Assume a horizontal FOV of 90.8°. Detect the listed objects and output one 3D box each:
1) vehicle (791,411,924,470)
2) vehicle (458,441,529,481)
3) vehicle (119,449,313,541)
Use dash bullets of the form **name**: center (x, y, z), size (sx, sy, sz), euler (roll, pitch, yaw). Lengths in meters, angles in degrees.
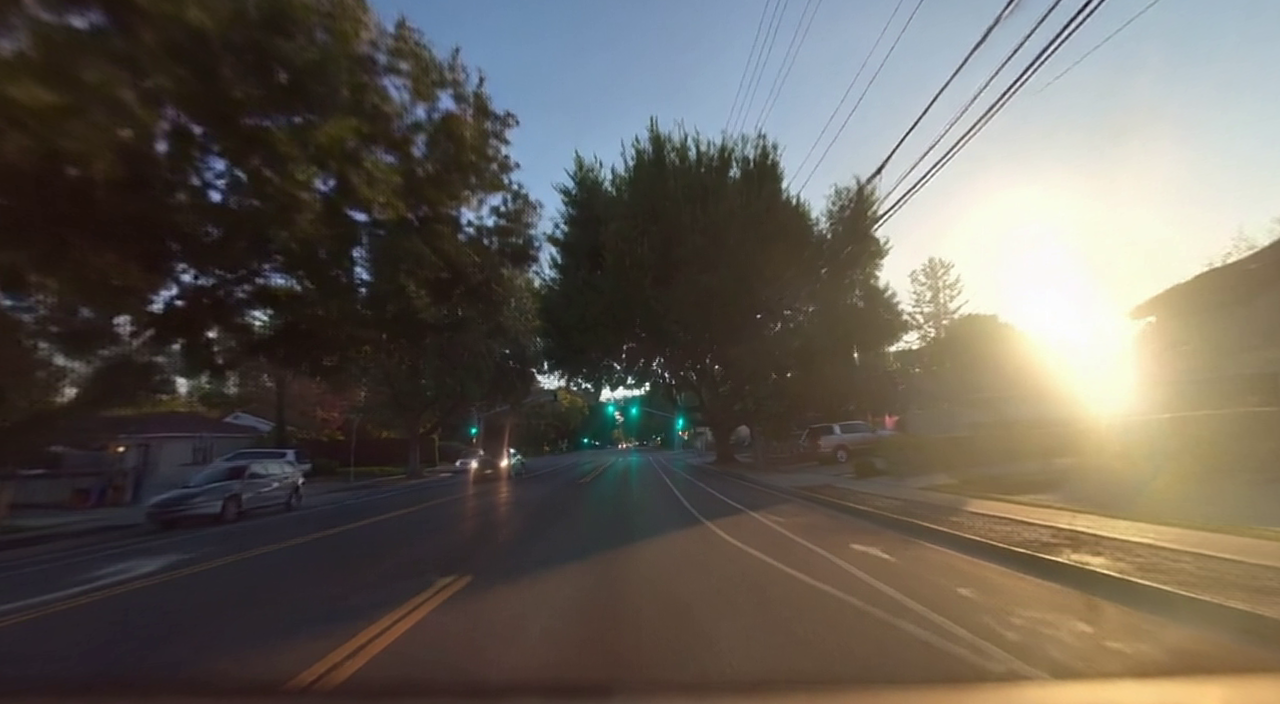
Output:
- **vehicle**: center (9.466, 3.776, 27.386), size (5.565, 2.036, 1.907), euler (-1, -7, -27)
- **vehicle**: center (-6.979, 5.210, 30.604), size (2.142, 1.611, 4.890), euler (-4, -9, 1)
- **vehicle**: center (-11.472, 3.805, 17.649), size (2.024, 1.795, 5.054), euler (-10, -8, -3)
